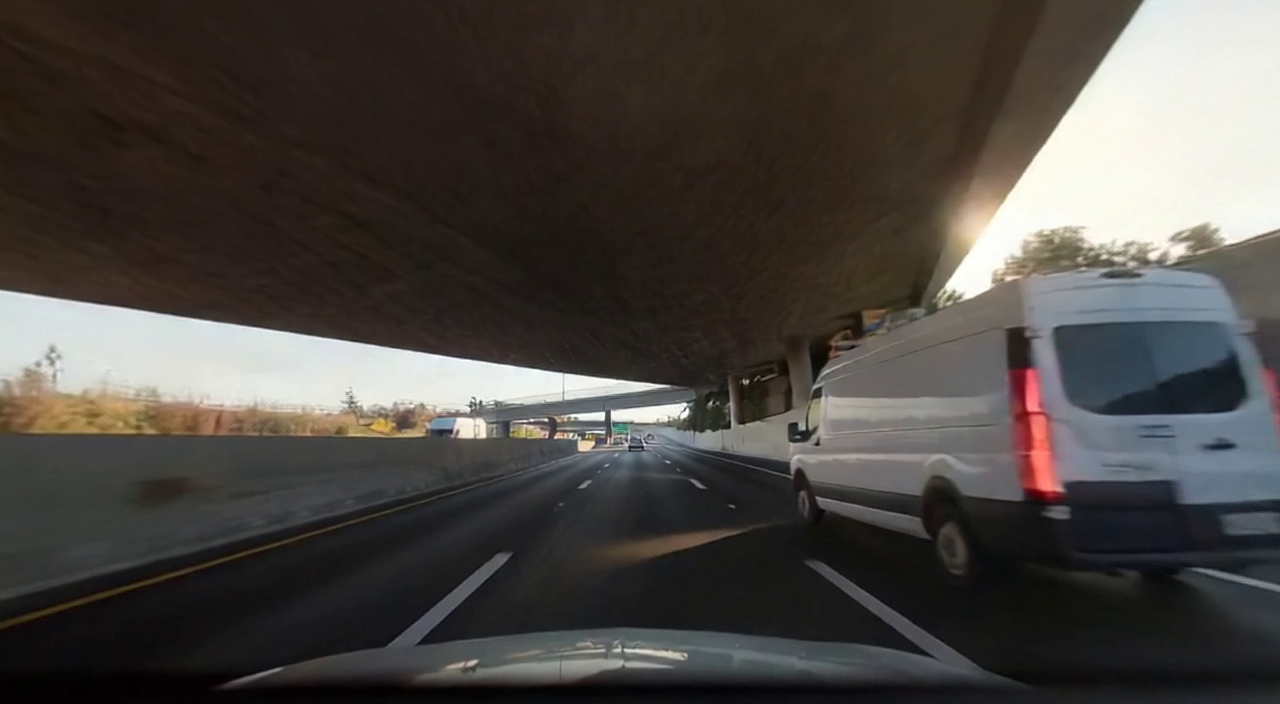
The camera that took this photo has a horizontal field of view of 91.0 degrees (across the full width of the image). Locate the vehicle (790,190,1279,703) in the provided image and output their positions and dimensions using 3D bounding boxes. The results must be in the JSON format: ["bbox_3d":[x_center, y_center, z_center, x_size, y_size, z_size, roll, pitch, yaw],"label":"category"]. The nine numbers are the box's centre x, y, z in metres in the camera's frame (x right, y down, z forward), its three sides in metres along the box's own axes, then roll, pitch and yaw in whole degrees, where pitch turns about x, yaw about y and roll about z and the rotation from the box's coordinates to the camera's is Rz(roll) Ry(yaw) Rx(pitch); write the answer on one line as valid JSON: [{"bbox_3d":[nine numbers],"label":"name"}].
[{"bbox_3d":[3.735,0.914,6.722,2.431,2.667,6.921,0,-8,-1],"label":"vehicle"}]
